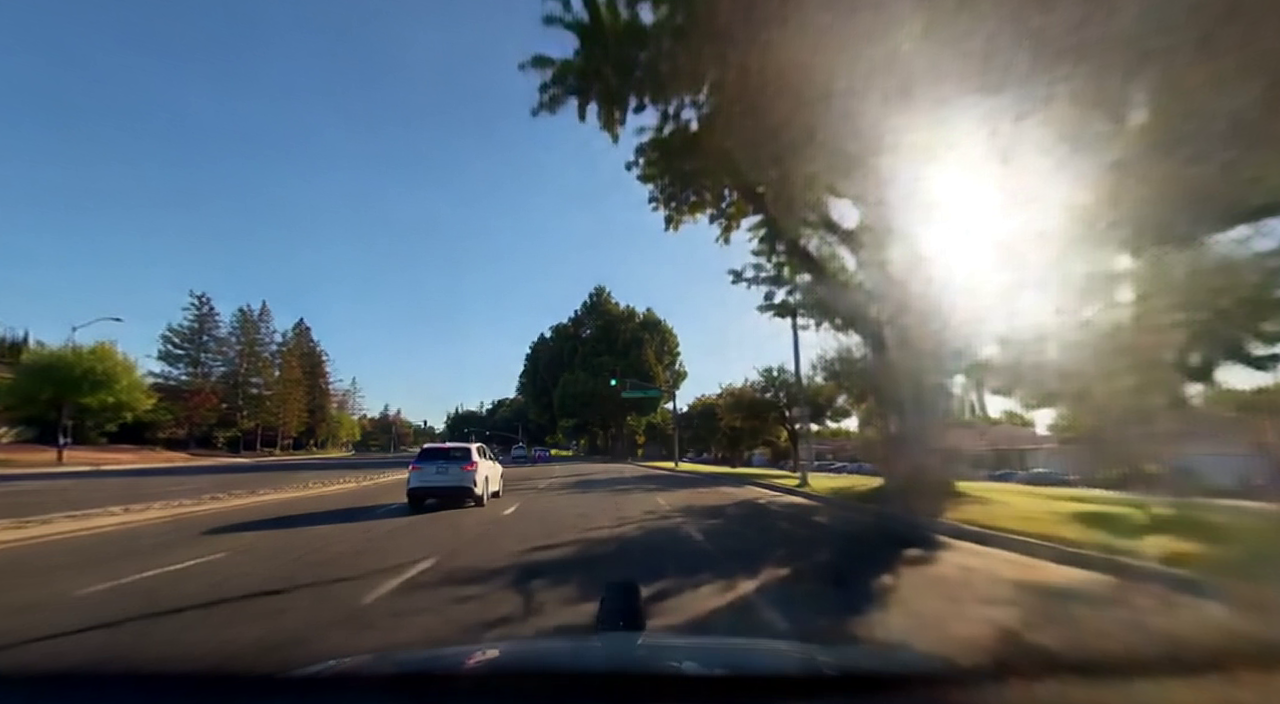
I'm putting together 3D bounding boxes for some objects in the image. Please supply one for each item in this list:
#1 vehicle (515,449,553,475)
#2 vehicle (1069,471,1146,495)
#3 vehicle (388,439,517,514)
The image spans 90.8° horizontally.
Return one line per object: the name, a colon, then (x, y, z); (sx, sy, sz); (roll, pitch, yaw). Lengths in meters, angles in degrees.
vehicle: (-6.229, 6.499, 37.557); (1.904, 1.476, 3.736); (0, -8, -4)
vehicle: (34.185, 9.586, 46.388); (1.933, 1.489, 4.403); (1, -9, -8)
vehicle: (-4.617, 3.106, 16.350); (2.098, 1.613, 4.606); (0, -8, -3)
